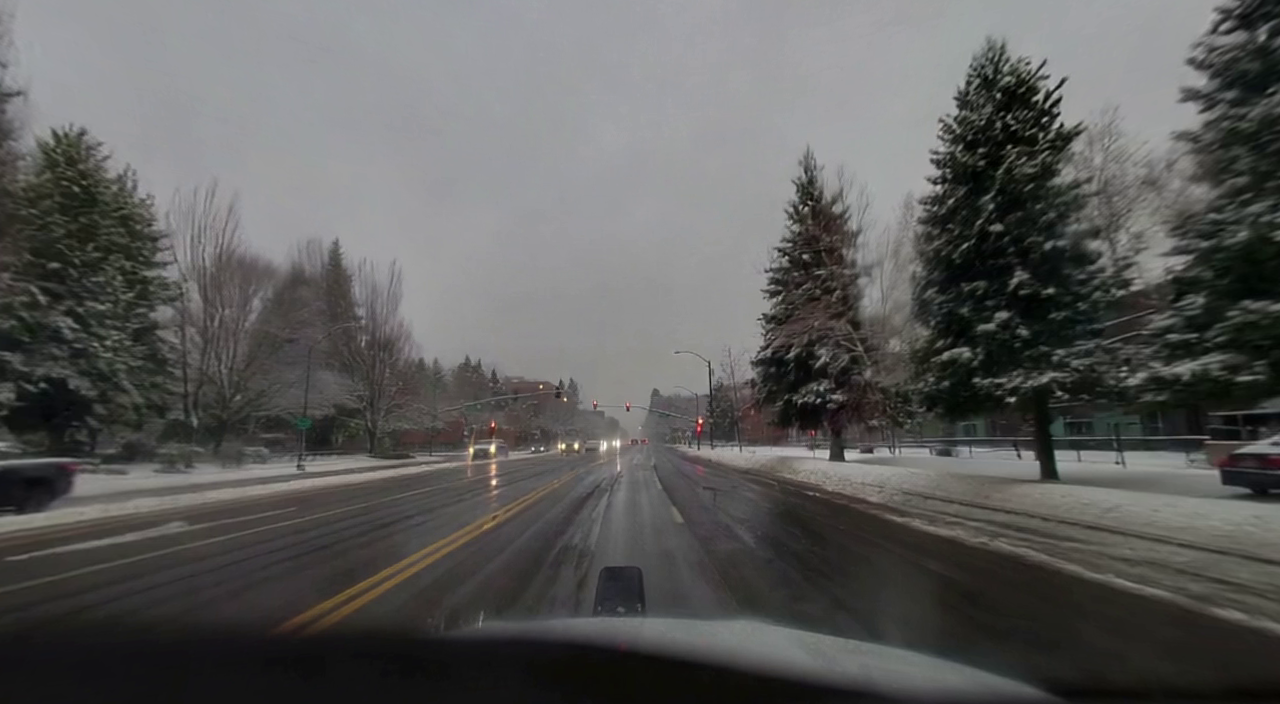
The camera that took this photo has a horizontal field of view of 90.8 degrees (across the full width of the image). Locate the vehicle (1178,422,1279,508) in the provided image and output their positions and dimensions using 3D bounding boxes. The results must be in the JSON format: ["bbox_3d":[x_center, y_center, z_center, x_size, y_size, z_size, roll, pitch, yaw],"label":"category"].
[{"bbox_3d":[12.895,2.054,11.698,3.922,1.449,2.033,0,-9,1],"label":"vehicle"}]
